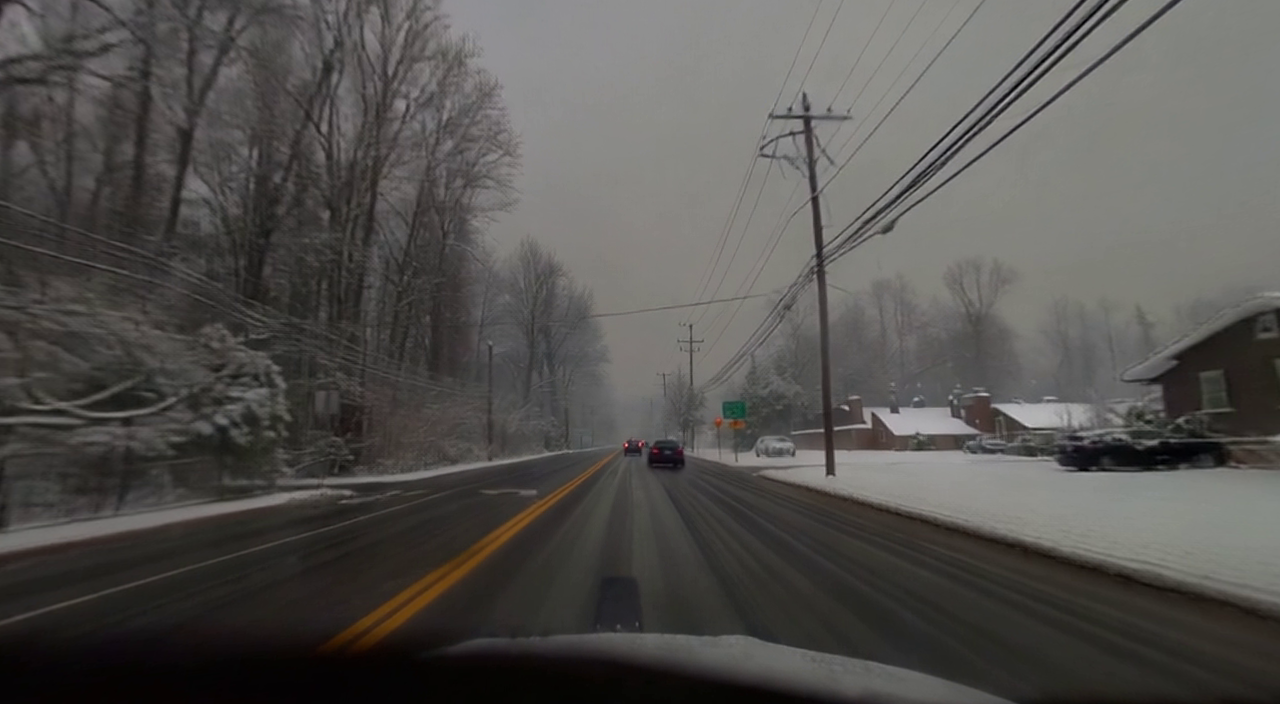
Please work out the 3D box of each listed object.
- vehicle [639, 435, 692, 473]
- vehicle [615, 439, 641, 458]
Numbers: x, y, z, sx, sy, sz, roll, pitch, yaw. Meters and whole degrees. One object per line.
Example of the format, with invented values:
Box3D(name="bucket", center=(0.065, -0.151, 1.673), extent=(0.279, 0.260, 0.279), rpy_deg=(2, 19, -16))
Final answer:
Box3D(name="vehicle", center=(1.017, 4.369, 27.030), extent=(1.975, 1.497, 3.647), rpy_deg=(0, -8, -3))
Box3D(name="vehicle", center=(-0.907, 7.623, 49.667), extent=(1.927, 1.453, 3.848), rpy_deg=(0, -8, 0))
